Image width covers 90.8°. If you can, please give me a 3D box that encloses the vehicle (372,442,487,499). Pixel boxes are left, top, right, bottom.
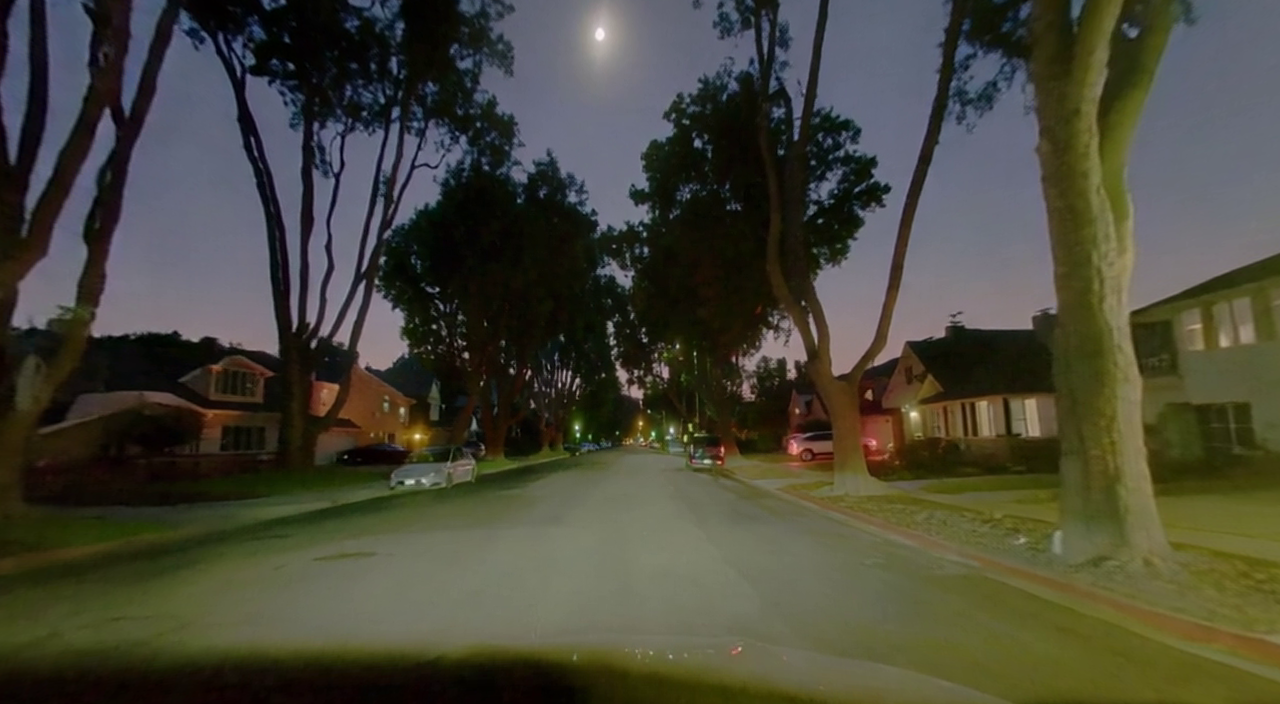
[{"bbox_3d":[-6.458,3.640,19.924,2.099,1.399,4.357,-4,-8,1],"label":"vehicle"}]

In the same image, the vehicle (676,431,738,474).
[{"bbox_3d":[3.086,4.784,30.284,2.241,1.875,5.059,0,-8,-2],"label":"vehicle"}]

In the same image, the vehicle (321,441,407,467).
[{"bbox_3d":[-16.334,6.032,37.462,4.276,1.463,1.832,-1,-8,6],"label":"vehicle"}]

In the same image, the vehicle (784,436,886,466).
[{"bbox_3d":[10.323,5.285,33.829,5.041,1.486,1.969,-2,-8,12],"label":"vehicle"}]
